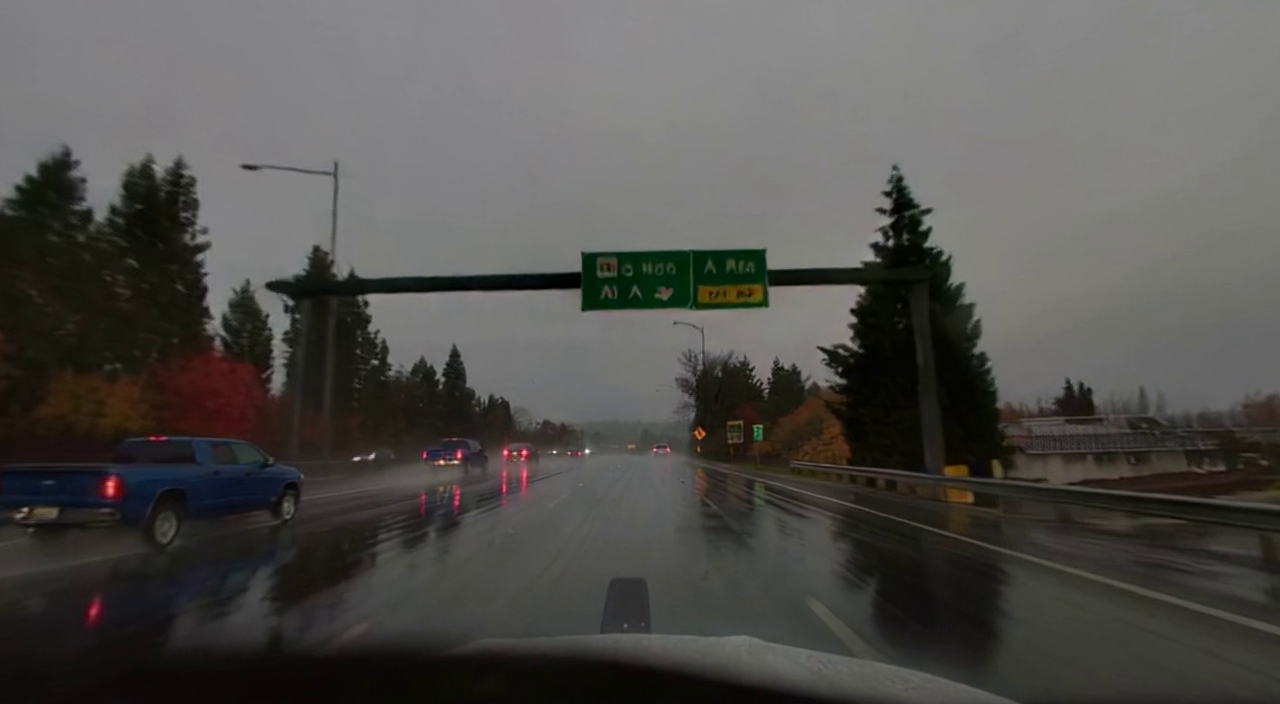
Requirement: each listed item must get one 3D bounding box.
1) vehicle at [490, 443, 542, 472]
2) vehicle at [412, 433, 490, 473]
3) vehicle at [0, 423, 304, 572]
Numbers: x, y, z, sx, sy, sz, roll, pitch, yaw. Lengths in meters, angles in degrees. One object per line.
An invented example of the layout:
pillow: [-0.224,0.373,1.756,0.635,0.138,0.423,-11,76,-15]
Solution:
vehicle: [-6.691,5.732,34.469,1.919,1.499,4.234,0,-8,1]
vehicle: [-10.329,5.570,35.007,2.347,1.984,5.778,0,-8,2]
vehicle: [-7.192,1.903,9.148,1.965,1.567,4.686,0,-8,1]
